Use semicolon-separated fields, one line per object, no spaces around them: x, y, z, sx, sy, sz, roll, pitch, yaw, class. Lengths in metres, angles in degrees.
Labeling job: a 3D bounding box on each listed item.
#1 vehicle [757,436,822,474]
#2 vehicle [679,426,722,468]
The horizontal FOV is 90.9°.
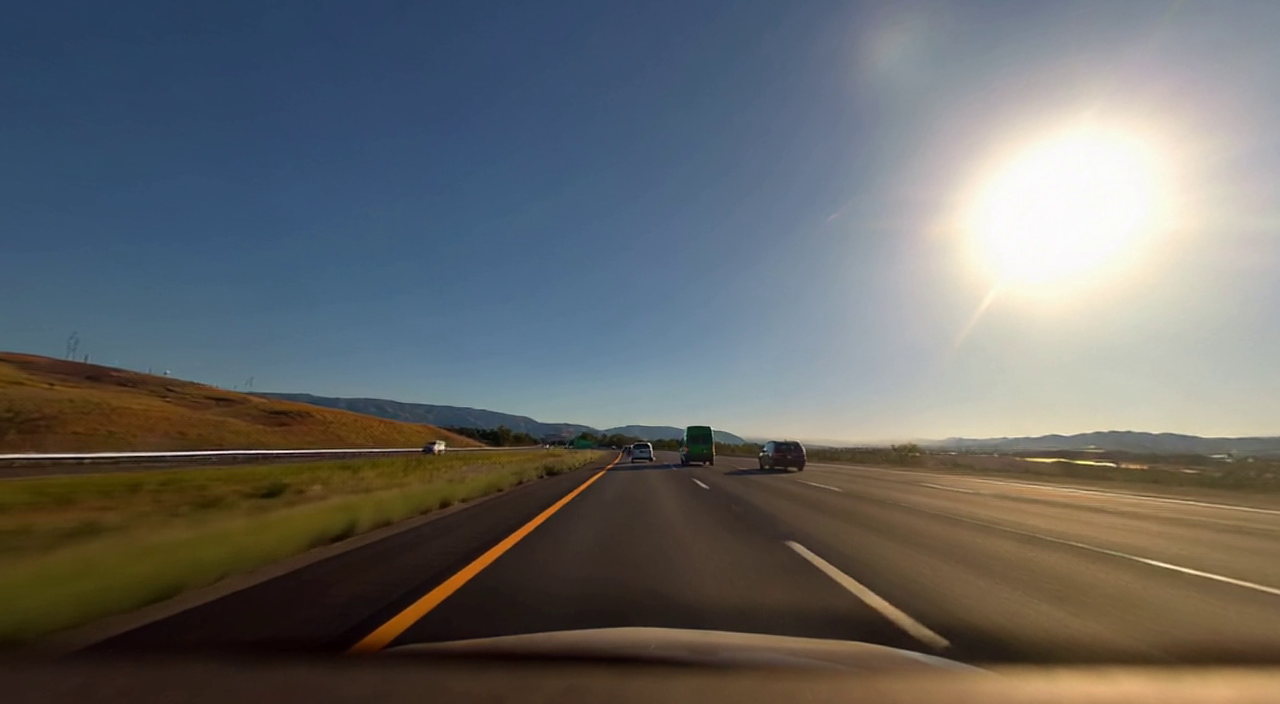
8.103;5.617;34.755;2.240;1.925;4.854;0;-8;-2;vehicle
4.086;6.552;43.680;2.302;2.670;6.176;0;-8;-1;vehicle
